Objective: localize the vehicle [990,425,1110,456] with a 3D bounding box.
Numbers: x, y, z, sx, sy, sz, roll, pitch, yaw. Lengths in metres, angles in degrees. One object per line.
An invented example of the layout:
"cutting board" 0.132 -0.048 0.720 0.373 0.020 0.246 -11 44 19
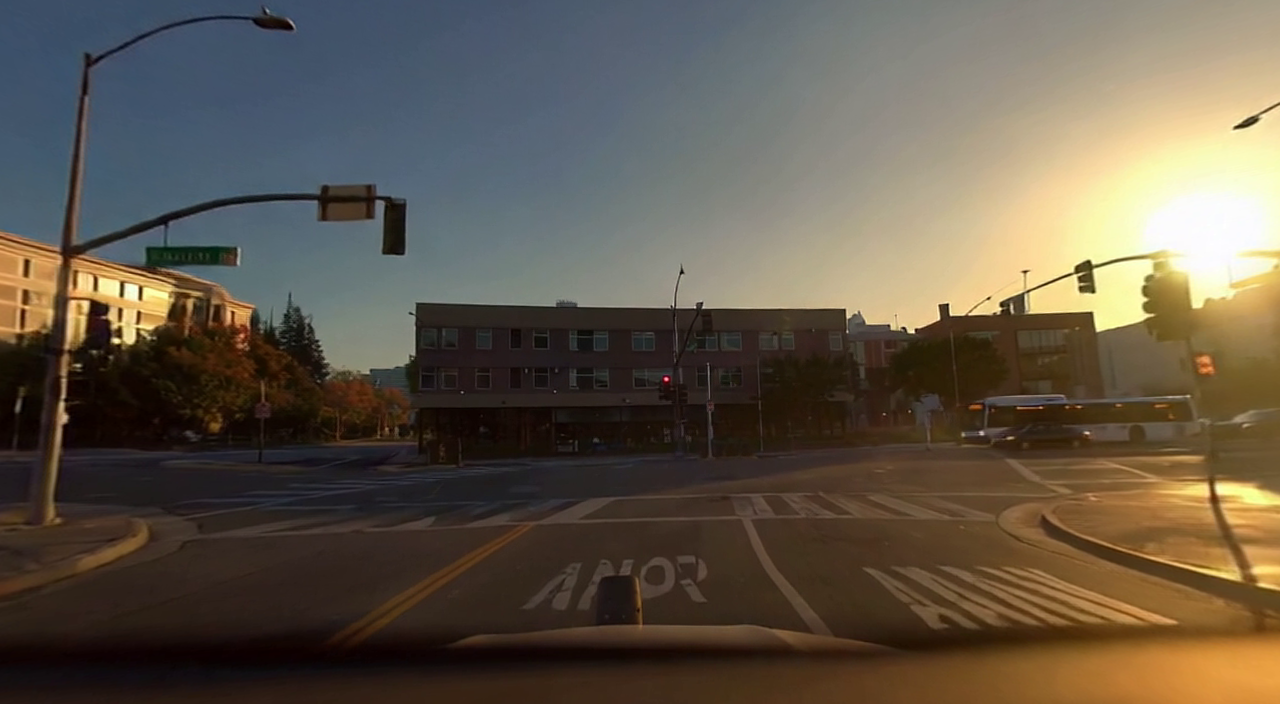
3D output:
"vehicle" 19.865 4.315 30.516 4.538 1.461 1.805 0 -9 0

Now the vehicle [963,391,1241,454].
"vehicle" 25.110 3.935 34.576 12.822 3.296 3.033 0 -9 -1
